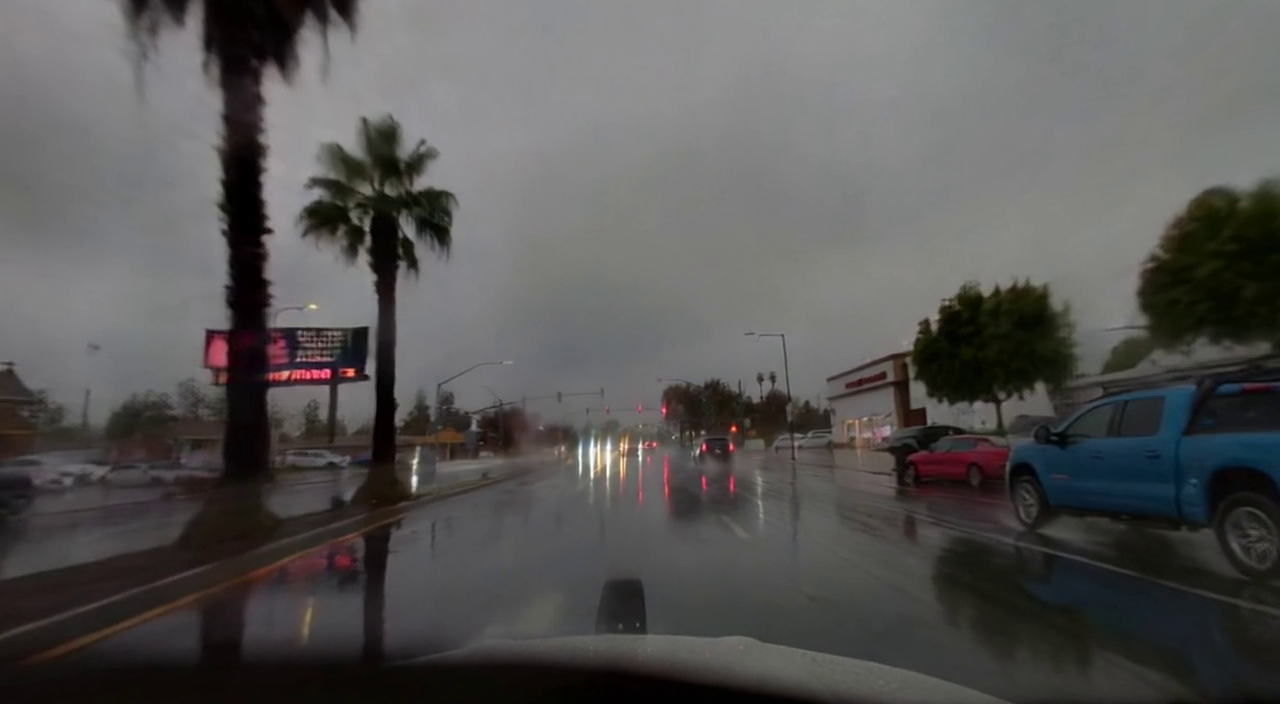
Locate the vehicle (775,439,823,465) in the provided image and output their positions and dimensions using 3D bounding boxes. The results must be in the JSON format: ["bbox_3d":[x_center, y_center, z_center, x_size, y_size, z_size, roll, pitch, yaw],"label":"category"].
[{"bbox_3d":[10.511,6.645,42.126,1.965,1.573,4.308,0,-9,-1],"label":"vehicle"}]

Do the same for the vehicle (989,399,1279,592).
[{"bbox_3d":[6.436,1.437,6.898,2.140,1.606,5.437,0,-9,0],"label":"vehicle"}]

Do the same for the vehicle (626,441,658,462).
[{"bbox_3d":[0.164,7.435,47.209,2.258,1.468,4.076,0,-9,0],"label":"vehicle"}]

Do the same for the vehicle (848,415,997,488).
[{"bbox_3d":[10.265,3.709,23.889,2.555,2.184,6.973,3,-8,1],"label":"vehicle"}]

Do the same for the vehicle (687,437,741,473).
[{"bbox_3d":[3.346,4.751,29.358,1.889,1.541,4.303,0,-9,-1],"label":"vehicle"}]

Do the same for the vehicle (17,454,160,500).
[{"bbox_3d":[-24.087,5.450,27.930,2.029,1.740,4.856,0,-9,-2],"label":"vehicle"}]
